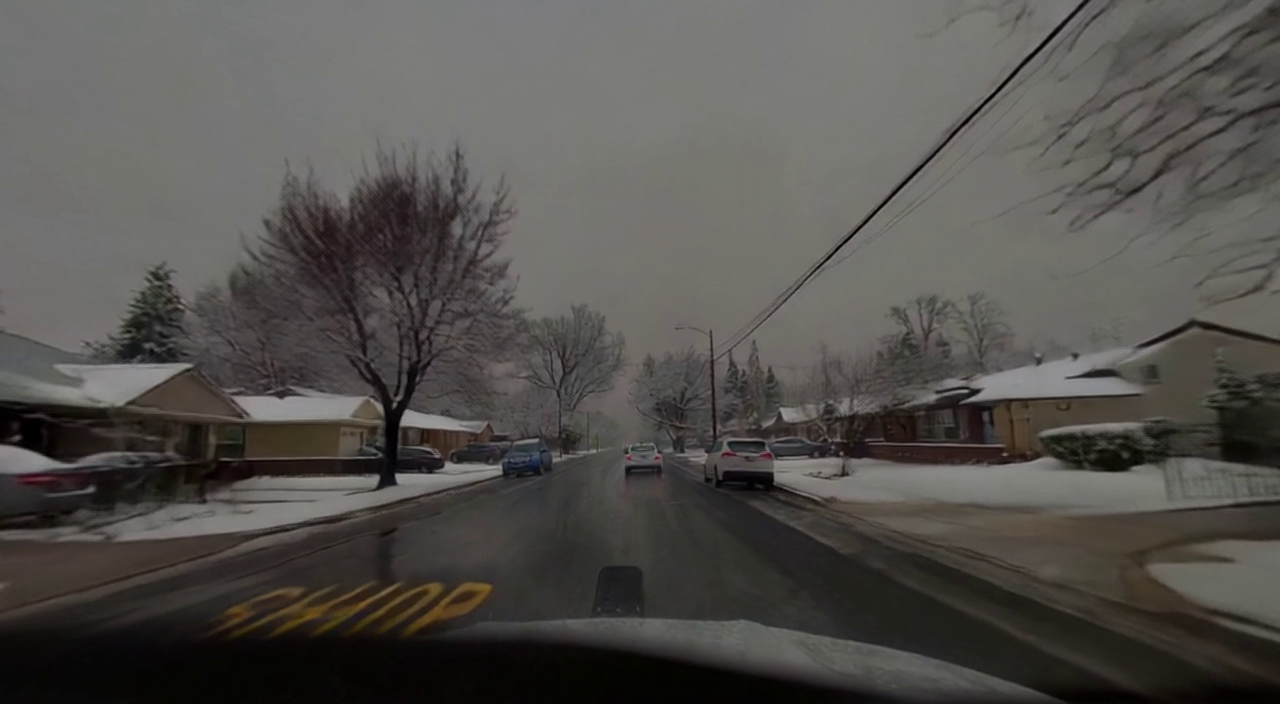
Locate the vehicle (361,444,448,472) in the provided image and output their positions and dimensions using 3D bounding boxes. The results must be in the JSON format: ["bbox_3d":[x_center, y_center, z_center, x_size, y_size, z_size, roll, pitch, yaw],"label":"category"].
[{"bbox_3d":[-13.252,5.953,35.724,4.129,1.523,1.839,0,-9,1],"label":"vehicle"}]

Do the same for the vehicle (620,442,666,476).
[{"bbox_3d":[0.140,4.942,29.327,2.000,1.449,4.006,0,-9,0],"label":"vehicle"}]

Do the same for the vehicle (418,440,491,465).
[{"bbox_3d":[-13.486,7.319,46.137,4.765,1.791,1.941,0,-9,-1],"label":"vehicle"}]

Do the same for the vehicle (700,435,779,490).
[{"bbox_3d":[3.253,3.712,21.531,1.978,1.690,4.306,0,-9,0],"label":"vehicle"}]

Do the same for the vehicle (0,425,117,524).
[{"bbox_3d":[-13.387,2.361,12.448,4.253,1.772,1.980,0,-9,-3],"label":"vehicle"}]

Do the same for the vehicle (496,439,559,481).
[{"bbox_3d":[-5.480,5.280,31.296,2.126,1.816,4.796,-3,-8,1],"label":"vehicle"}]
